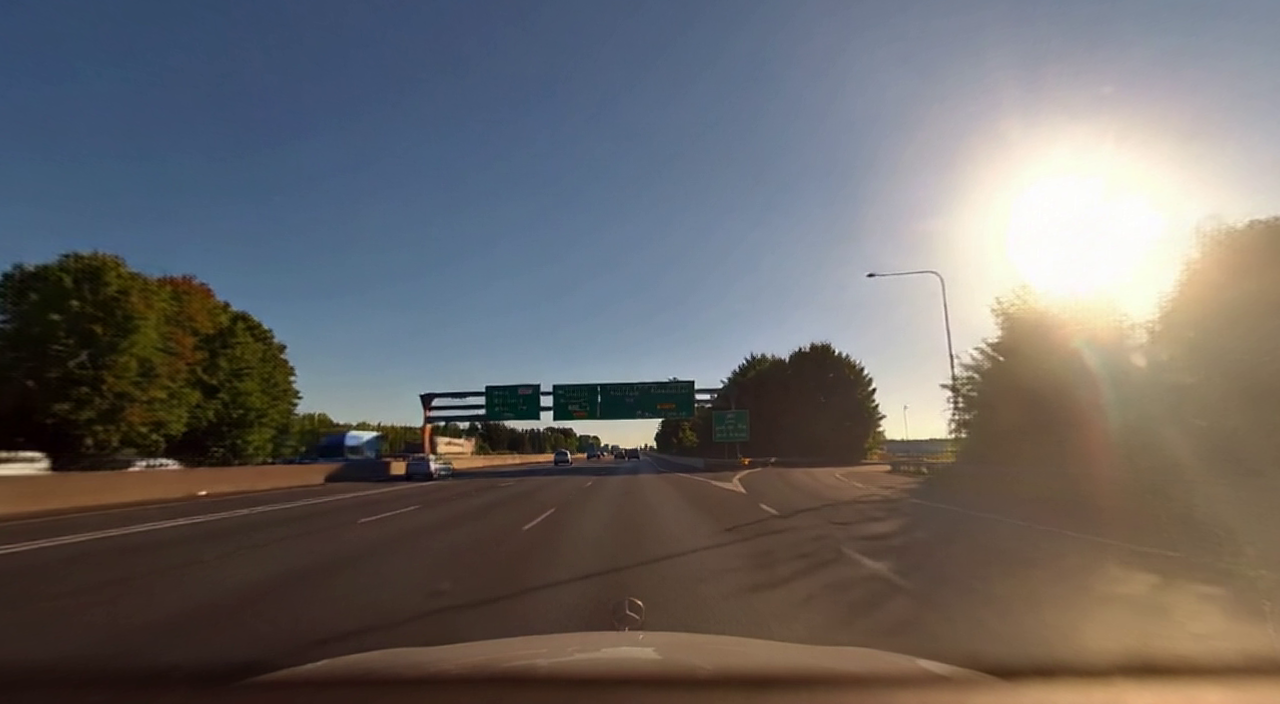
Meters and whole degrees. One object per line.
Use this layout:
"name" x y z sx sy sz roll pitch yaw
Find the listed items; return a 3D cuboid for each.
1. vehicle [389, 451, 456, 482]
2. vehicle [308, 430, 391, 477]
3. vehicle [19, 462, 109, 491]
"vehicle" -11.426 6.008 33.497 1.981 1.503 4.207 0 -9 1
"vehicle" -19.454 6.833 42.710 2.503 2.882 6.369 0 -9 0
"vehicle" -38.662 8.337 42.565 1.998 1.707 5.242 1 -9 -12
